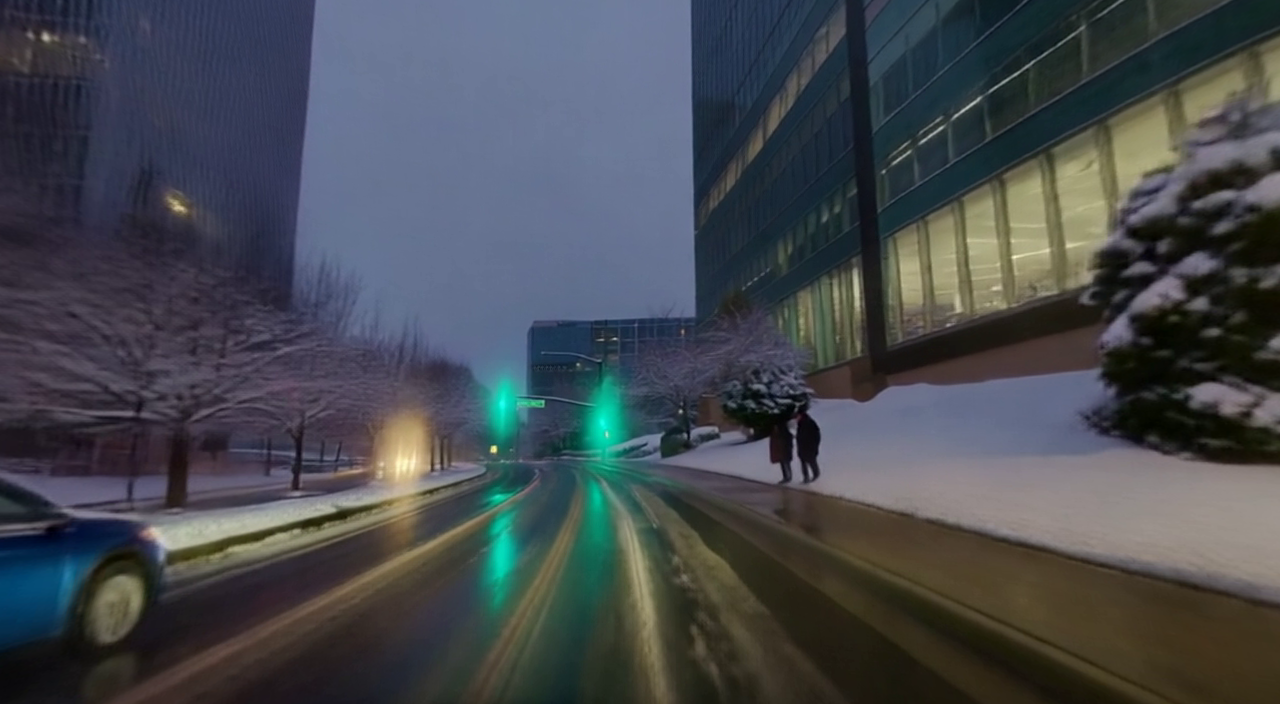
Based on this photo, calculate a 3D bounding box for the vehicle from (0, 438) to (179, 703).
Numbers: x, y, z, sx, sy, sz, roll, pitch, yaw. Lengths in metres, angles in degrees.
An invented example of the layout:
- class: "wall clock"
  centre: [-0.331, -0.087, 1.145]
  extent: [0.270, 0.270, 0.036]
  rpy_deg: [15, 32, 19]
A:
- class: "vehicle"
  centre: [-4.568, 1.066, 2.475]
  extent: [2.045, 1.479, 4.616]
  rpy_deg: [0, -9, -1]
